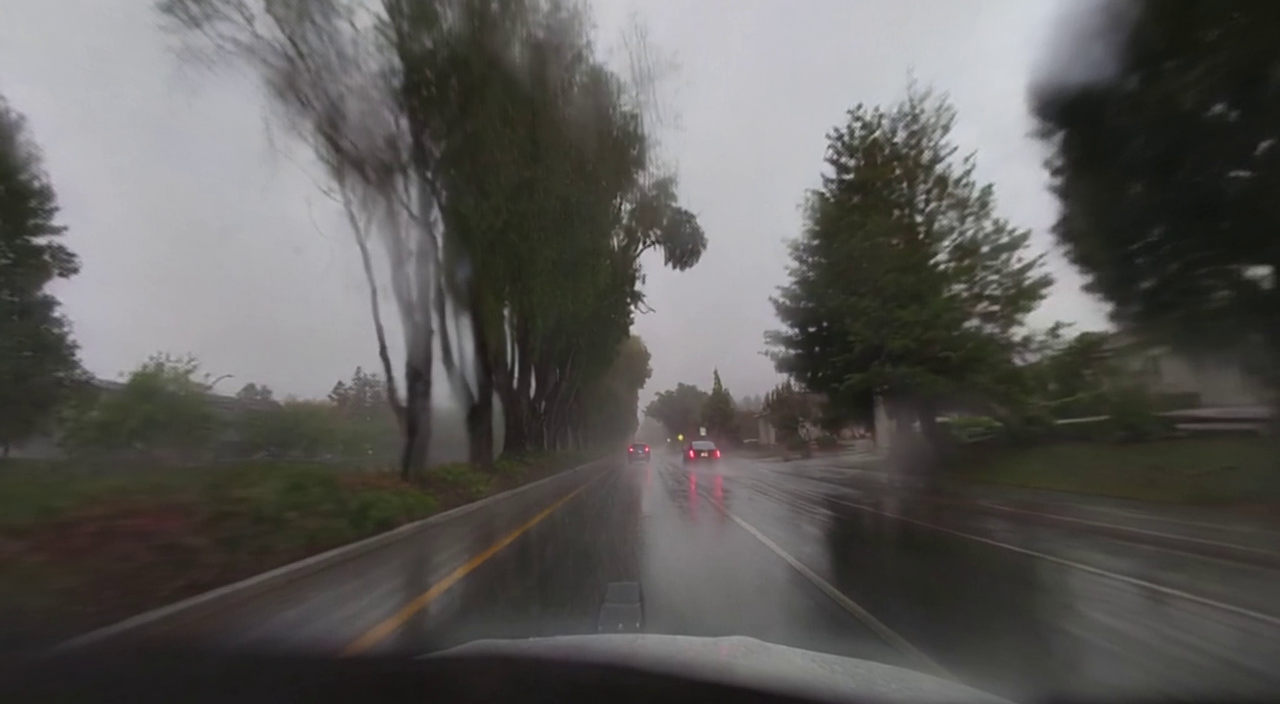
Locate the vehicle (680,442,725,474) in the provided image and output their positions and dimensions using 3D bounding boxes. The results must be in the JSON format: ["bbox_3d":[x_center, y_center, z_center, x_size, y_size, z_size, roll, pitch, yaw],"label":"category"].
[{"bbox_3d":[3.369,5.781,34.760,1.888,1.640,4.044,0,-9,-2],"label":"vehicle"}]
